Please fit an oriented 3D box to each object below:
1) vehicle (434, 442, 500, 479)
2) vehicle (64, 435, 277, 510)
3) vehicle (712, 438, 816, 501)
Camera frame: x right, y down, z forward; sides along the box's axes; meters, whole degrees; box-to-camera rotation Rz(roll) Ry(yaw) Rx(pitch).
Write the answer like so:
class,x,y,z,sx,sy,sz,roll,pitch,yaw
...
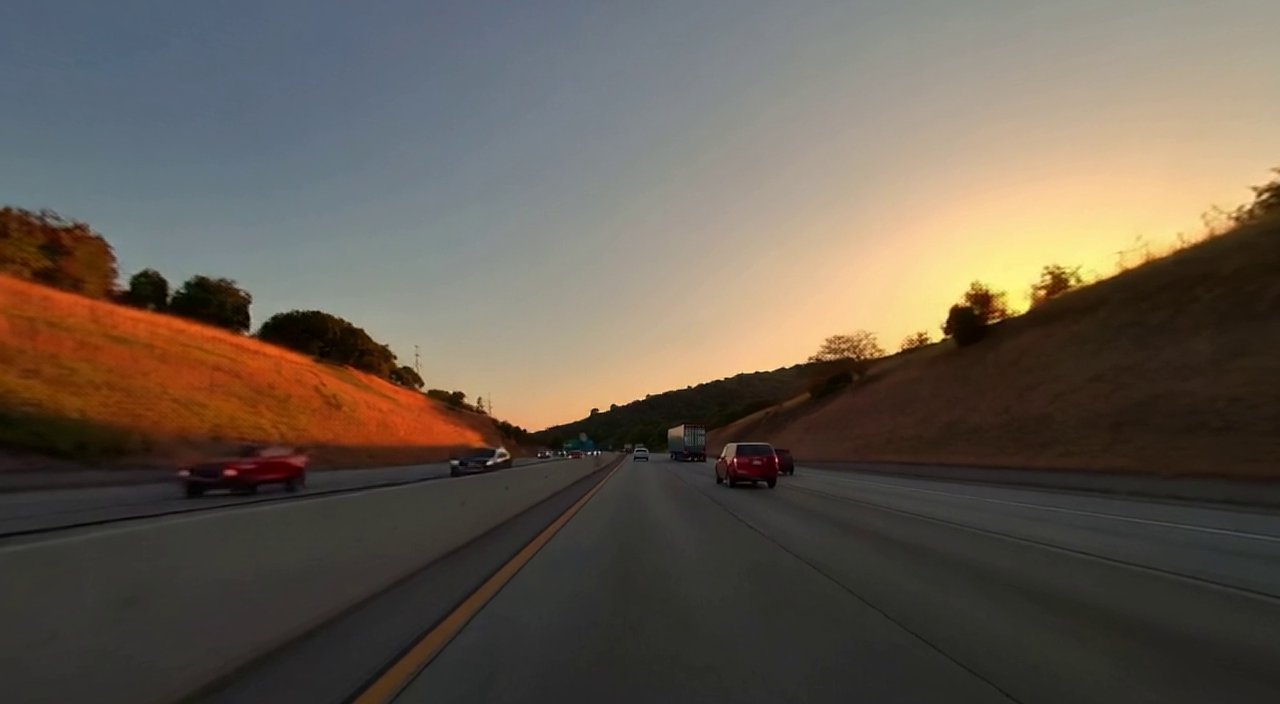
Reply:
class,x,y,z,sx,sy,sz,roll,pitch,yaw
vehicle,-8.010,5.052,29.653,1.920,1.606,4.329,0,-8,-1
vehicle,-11.610,2.990,16.125,1.961,1.615,4.473,0,-9,0
vehicle,3.582,3.495,19.184,2.130,1.658,4.537,0,-9,-2
